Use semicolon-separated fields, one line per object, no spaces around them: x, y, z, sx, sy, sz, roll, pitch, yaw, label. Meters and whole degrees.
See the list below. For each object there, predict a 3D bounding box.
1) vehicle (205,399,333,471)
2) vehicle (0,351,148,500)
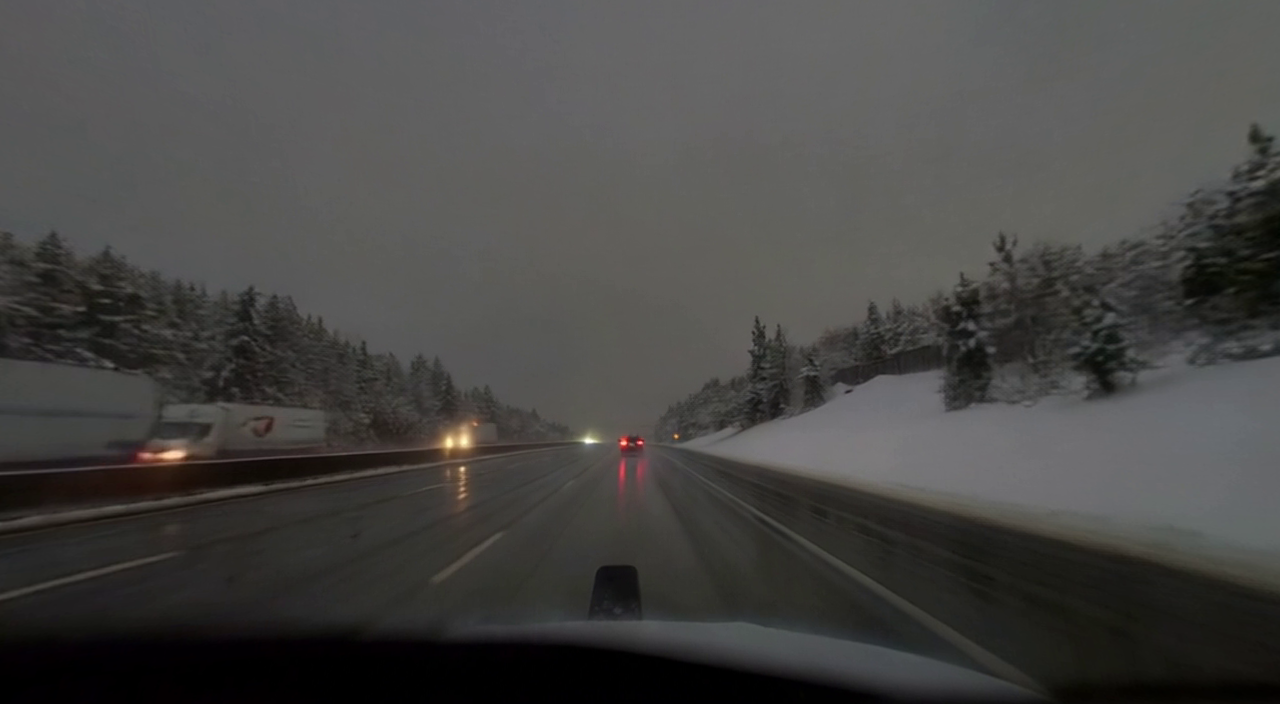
-23.642;5.421;40.845;3.000;4.126;8.473;0;-8;0;vehicle
-19.182;1.740;15.202;3.420;4.048;14.183;0;-8;-1;vehicle
